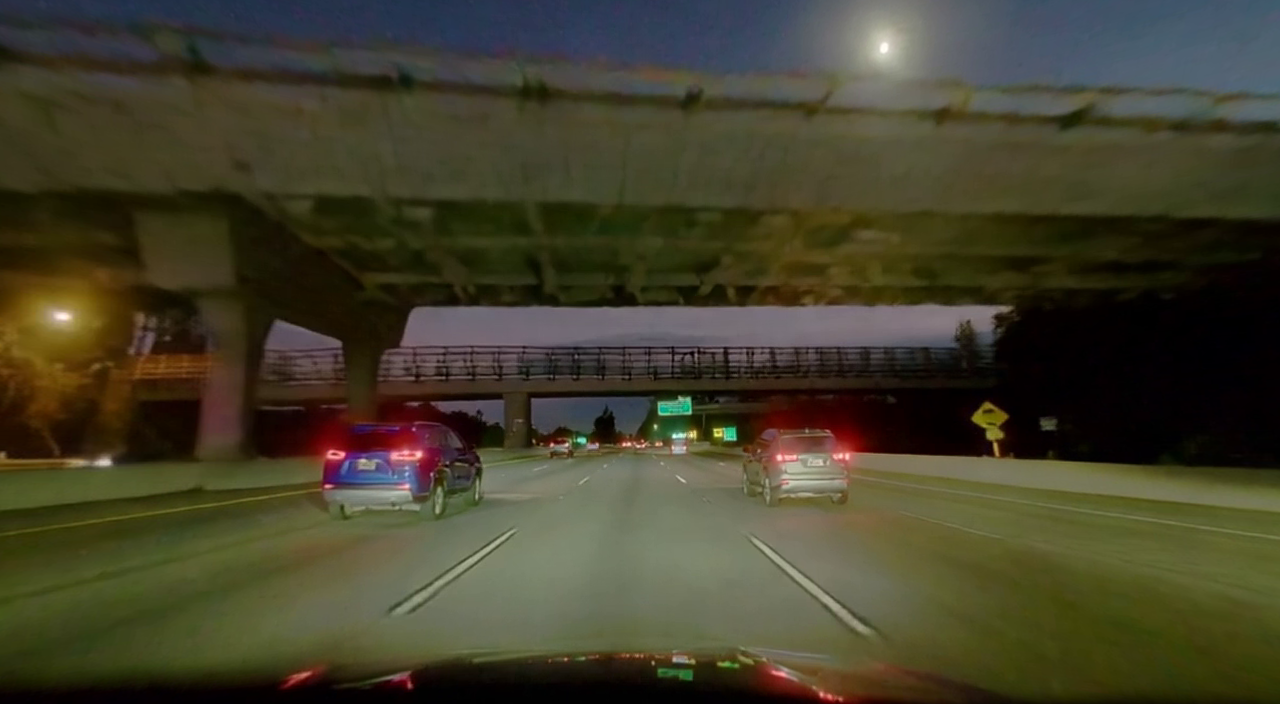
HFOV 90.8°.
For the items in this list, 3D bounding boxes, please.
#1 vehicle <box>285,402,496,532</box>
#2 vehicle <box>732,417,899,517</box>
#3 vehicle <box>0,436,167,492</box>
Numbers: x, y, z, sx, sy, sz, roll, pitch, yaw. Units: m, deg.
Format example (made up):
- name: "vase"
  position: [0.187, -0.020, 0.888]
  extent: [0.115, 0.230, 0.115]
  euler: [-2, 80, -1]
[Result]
- name: "vehicle"
  position: [-4.197, 2.037, 11.677]
  extent: [2.018, 1.872, 4.728]
  euler: [0, -8, -1]
- name: "vehicle"
  position: [3.462, 2.390, 13.546]
  extent: [2.185, 1.749, 4.477]
  euler: [0, -8, -1]
- name: "vehicle"
  position: [-18.722, 3.695, 21.253]
  extent: [1.994, 1.631, 4.711]
  euler: [0, -8, -1]
